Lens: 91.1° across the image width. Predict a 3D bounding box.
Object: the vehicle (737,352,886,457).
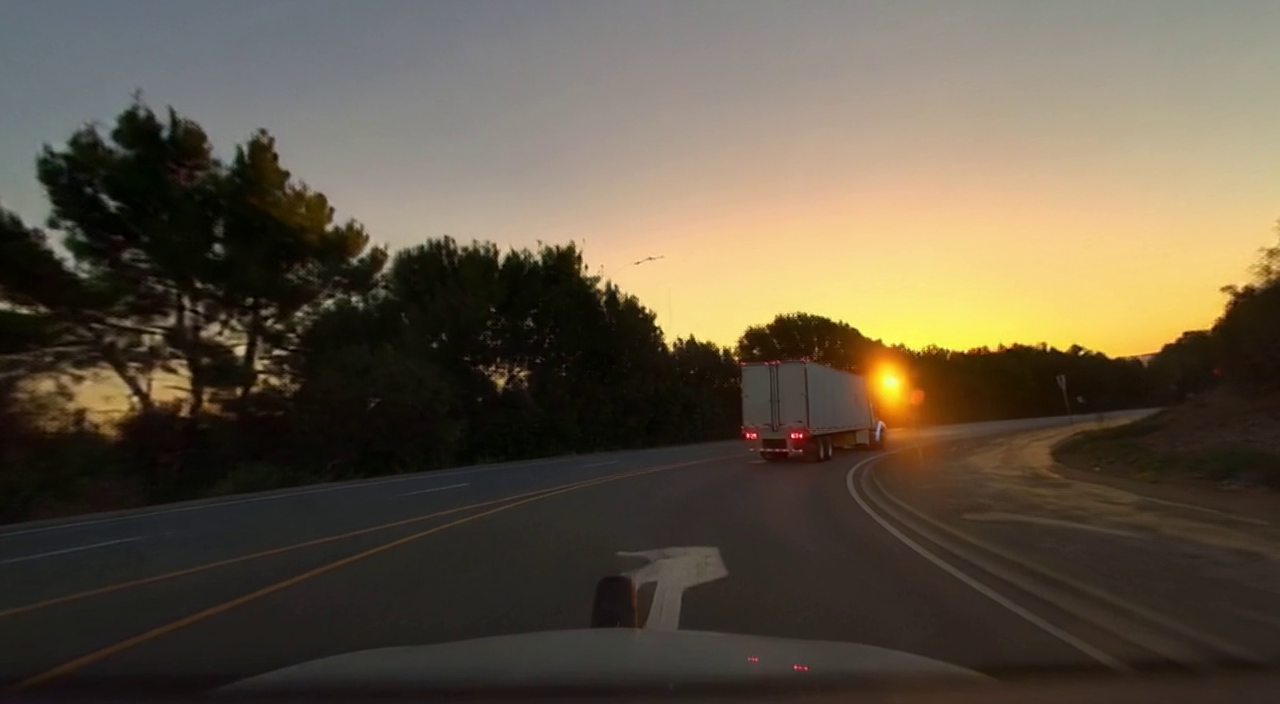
[{"bbox_3d":[7.864,2.506,27.336,2.837,3.712,10.484,-5,-9,34],"label":"vehicle"}]
